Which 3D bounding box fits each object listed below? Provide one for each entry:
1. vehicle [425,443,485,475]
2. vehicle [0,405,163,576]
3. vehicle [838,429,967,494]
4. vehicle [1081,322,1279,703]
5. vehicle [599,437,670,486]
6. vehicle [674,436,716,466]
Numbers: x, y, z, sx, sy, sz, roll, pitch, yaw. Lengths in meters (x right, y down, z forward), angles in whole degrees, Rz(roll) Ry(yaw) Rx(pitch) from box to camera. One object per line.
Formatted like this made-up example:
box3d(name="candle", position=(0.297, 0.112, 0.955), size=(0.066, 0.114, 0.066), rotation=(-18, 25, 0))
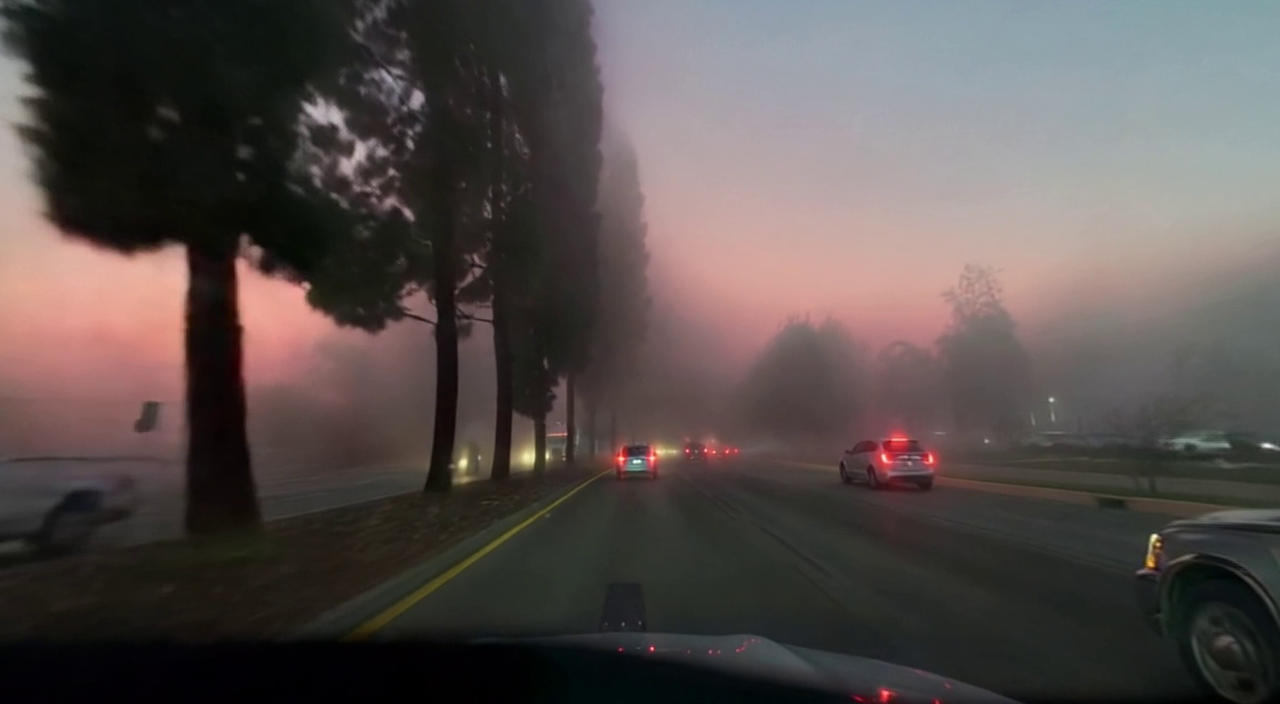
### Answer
box3d(name="vehicle", position=(-11.467, 6.654, 39.289), size=(2.172, 1.865, 4.728), rotation=(0, -9, 2))
box3d(name="vehicle", position=(-8.423, 1.497, 6.620), size=(2.262, 1.920, 5.604), rotation=(0, -9, 1))
box3d(name="vehicle", position=(7.913, 3.332, 19.471), size=(2.090, 1.768, 4.407), rotation=(0, -9, 0))
box3d(name="vehicle", position=(3.531, 0.584, 1.200), size=(2.090, 1.763, 4.560), rotation=(0, -9, 1))
box3d(name="vehicle", position=(-0.163, 3.876, 22.460), size=(2.315, 1.563, 4.080), rotation=(0, -9, 1))
box3d(name="vehicle", position=(4.148, 7.628, 48.500), size=(2.716, 2.131, 5.766), rotation=(0, -8, 0))
